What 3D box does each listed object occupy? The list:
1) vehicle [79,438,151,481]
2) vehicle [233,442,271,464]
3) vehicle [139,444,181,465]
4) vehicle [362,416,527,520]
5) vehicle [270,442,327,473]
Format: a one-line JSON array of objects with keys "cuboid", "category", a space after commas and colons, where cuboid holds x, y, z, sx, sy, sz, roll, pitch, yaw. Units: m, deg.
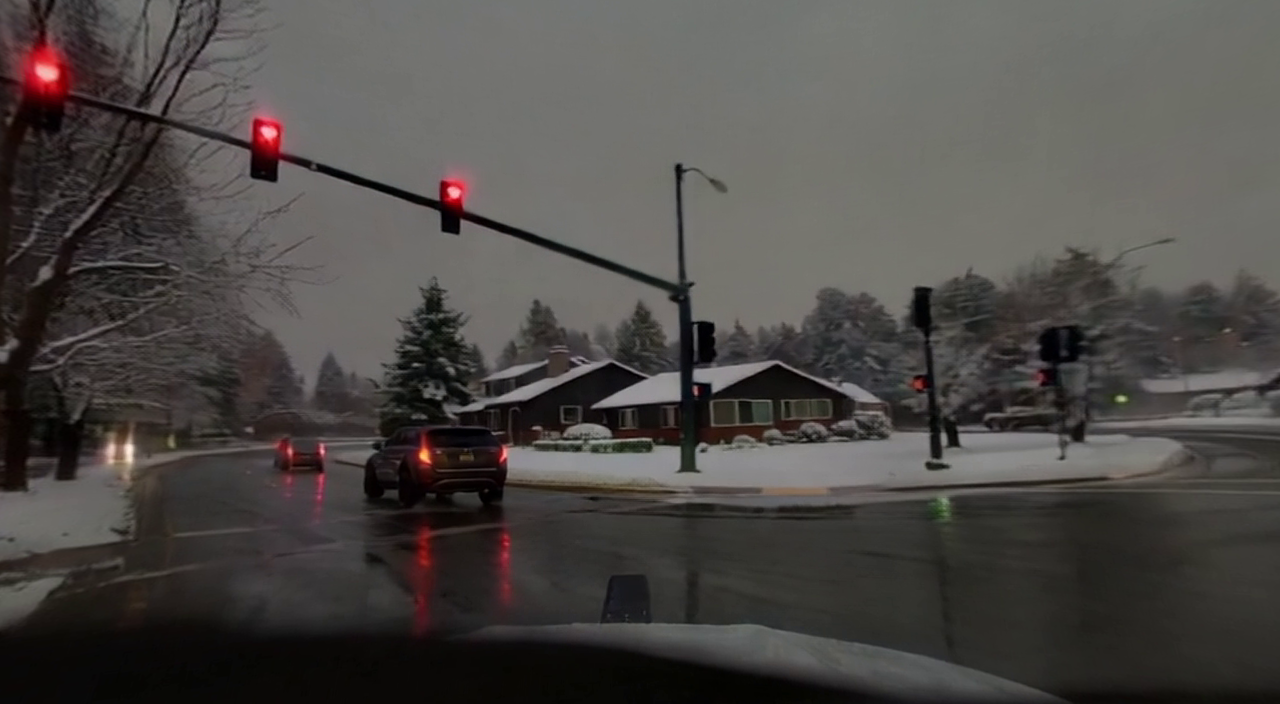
[{"cuboid": [-23.242, 4.723, 28.057, 2.063, 1.721, 4.261, 6, -10, -35], "category": "vehicle"}, {"cuboid": [-27.666, 7.175, 44.900, 1.854, 1.520, 3.759, 6, -10, -36], "category": "vehicle"}, {"cuboid": [-36.064, 7.687, 47.438, 1.976, 1.461, 3.642, 5, -10, -30], "category": "vehicle"}, {"cuboid": [-4.452, 2.445, 13.823, 2.141, 1.833, 4.704, 5, -10, -33], "category": "vehicle"}, {"cuboid": [-17.709, 5.391, 32.558, 1.983, 1.433, 4.558, 5, -10, -34], "category": "vehicle"}]
